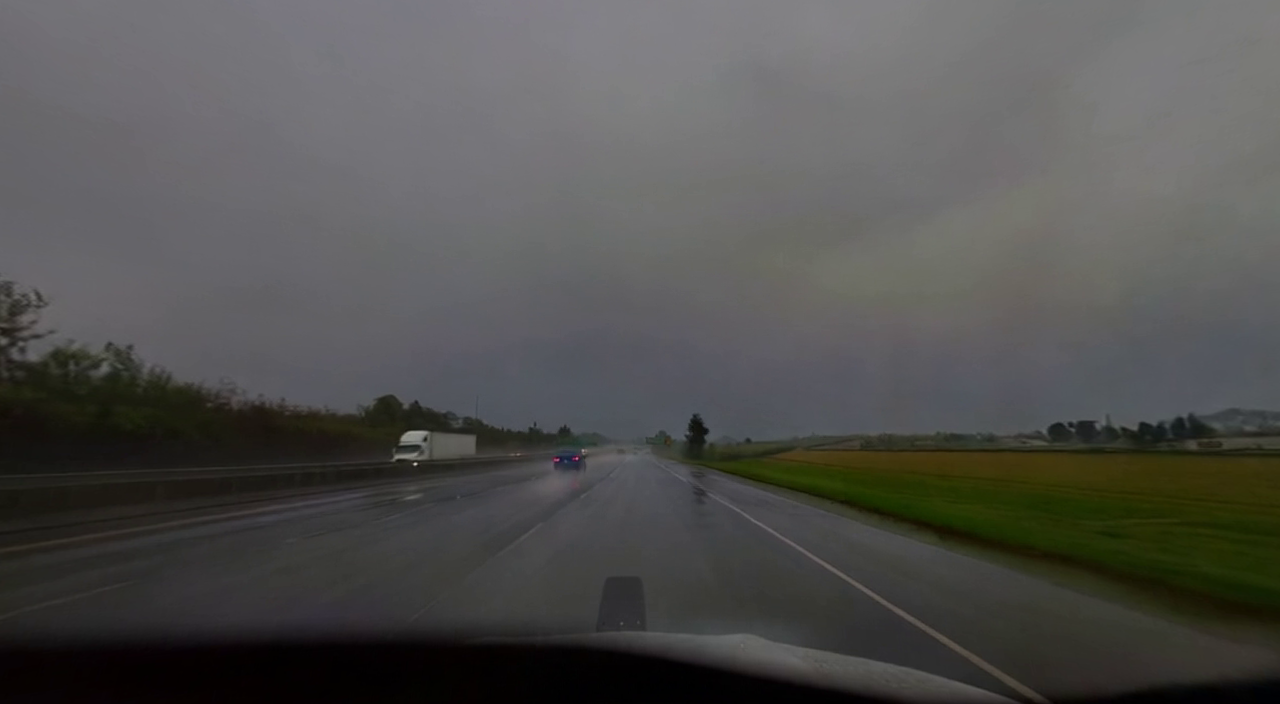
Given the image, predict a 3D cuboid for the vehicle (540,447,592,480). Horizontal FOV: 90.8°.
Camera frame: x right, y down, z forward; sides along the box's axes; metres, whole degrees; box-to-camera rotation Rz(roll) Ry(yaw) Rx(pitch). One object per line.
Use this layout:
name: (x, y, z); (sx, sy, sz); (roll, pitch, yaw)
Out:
vehicle: (-3.627, 5.556, 31.714); (2.121, 1.537, 3.852); (0, -9, 0)
